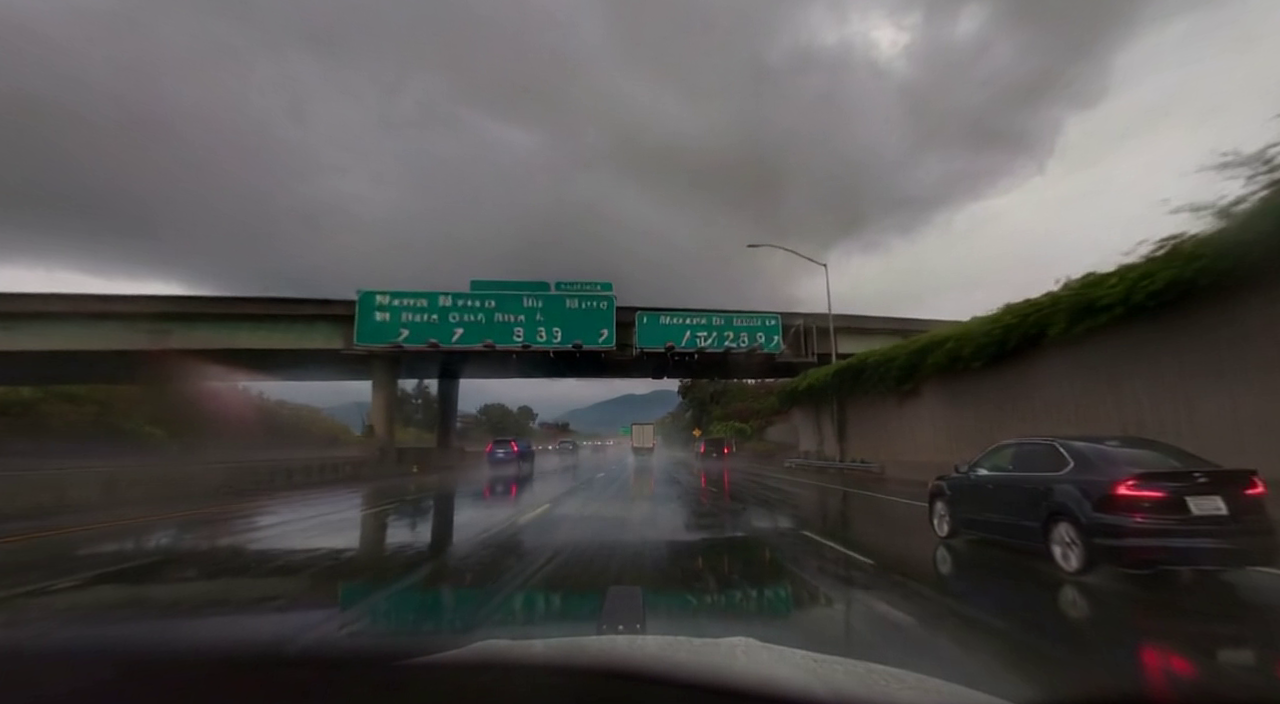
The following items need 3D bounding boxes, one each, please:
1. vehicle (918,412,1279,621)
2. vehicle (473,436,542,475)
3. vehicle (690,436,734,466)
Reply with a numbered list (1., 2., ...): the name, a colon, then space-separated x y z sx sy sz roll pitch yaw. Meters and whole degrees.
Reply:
1. vehicle: 5.213 1.554 6.977 2.075 1.510 4.569 0 -9 -2
2. vehicle: -6.325 5.027 30.745 2.179 1.753 4.999 0 -9 1
3. vehicle: 4.793 6.674 42.619 2.220 1.898 4.752 0 -9 -2
